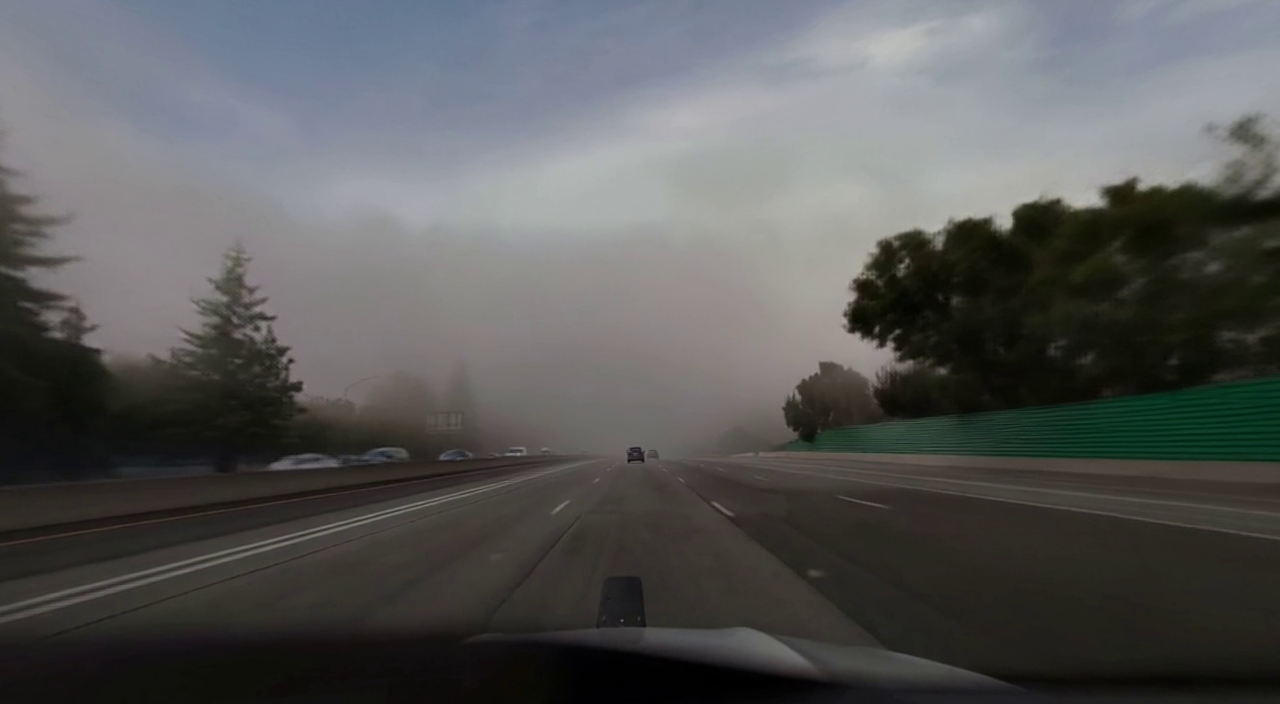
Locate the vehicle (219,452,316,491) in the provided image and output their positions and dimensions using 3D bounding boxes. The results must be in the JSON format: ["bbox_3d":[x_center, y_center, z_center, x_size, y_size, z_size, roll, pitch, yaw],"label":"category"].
[{"bbox_3d":[-16.132,5.178,27.533,1.812,1.528,3.947,0,-9,0],"label":"vehicle"}]

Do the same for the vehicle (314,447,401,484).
[{"bbox_3d":[-11.952,4.804,26.959,1.852,1.455,4.006,0,-9,0],"label":"vehicle"}]

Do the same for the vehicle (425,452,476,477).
[{"bbox_3d":[-11.569,6.851,38.743,1.879,1.413,4.147,0,-9,0],"label":"vehicle"}]
